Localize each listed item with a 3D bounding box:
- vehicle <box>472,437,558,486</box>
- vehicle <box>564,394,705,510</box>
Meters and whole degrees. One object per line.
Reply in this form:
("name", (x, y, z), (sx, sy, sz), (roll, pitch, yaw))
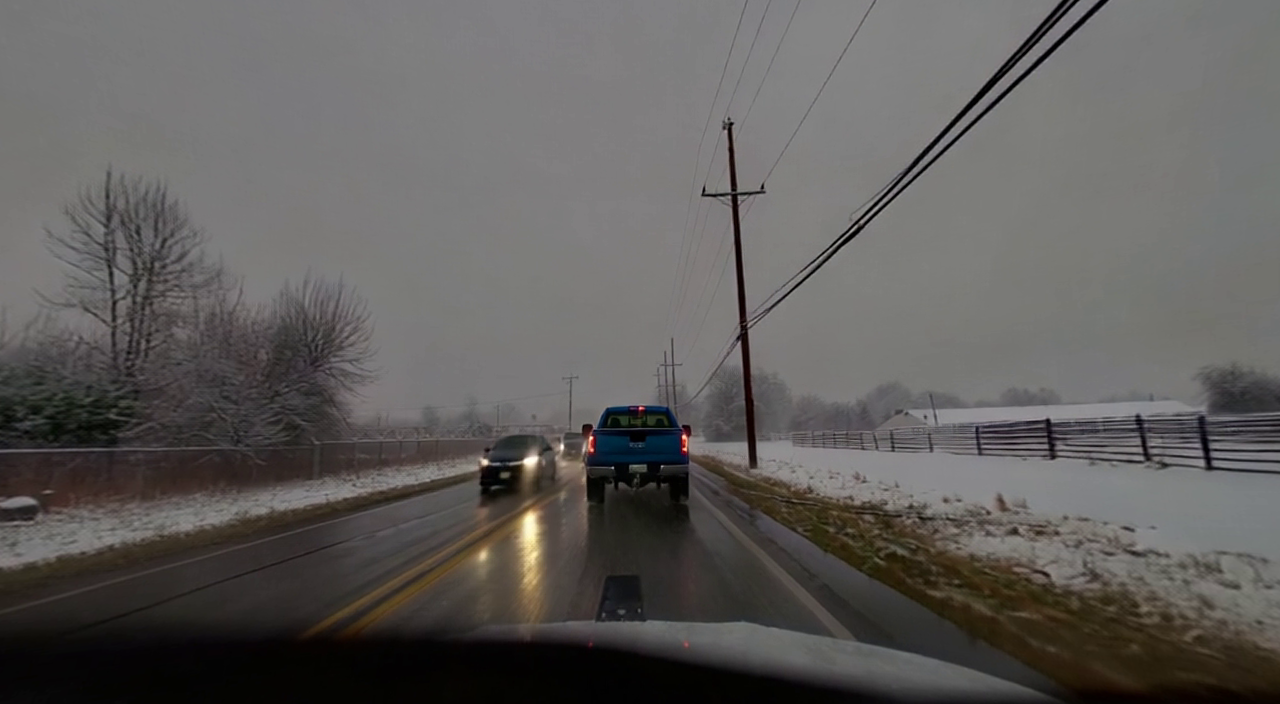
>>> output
("vehicle", (-4.086, 3.654, 21.419), (1.935, 1.489, 4.495), (0, -8, 1))
("vehicle", (-0.155, 2.350, 15.146), (2.693, 2.223, 5.885), (0, -8, -1))
